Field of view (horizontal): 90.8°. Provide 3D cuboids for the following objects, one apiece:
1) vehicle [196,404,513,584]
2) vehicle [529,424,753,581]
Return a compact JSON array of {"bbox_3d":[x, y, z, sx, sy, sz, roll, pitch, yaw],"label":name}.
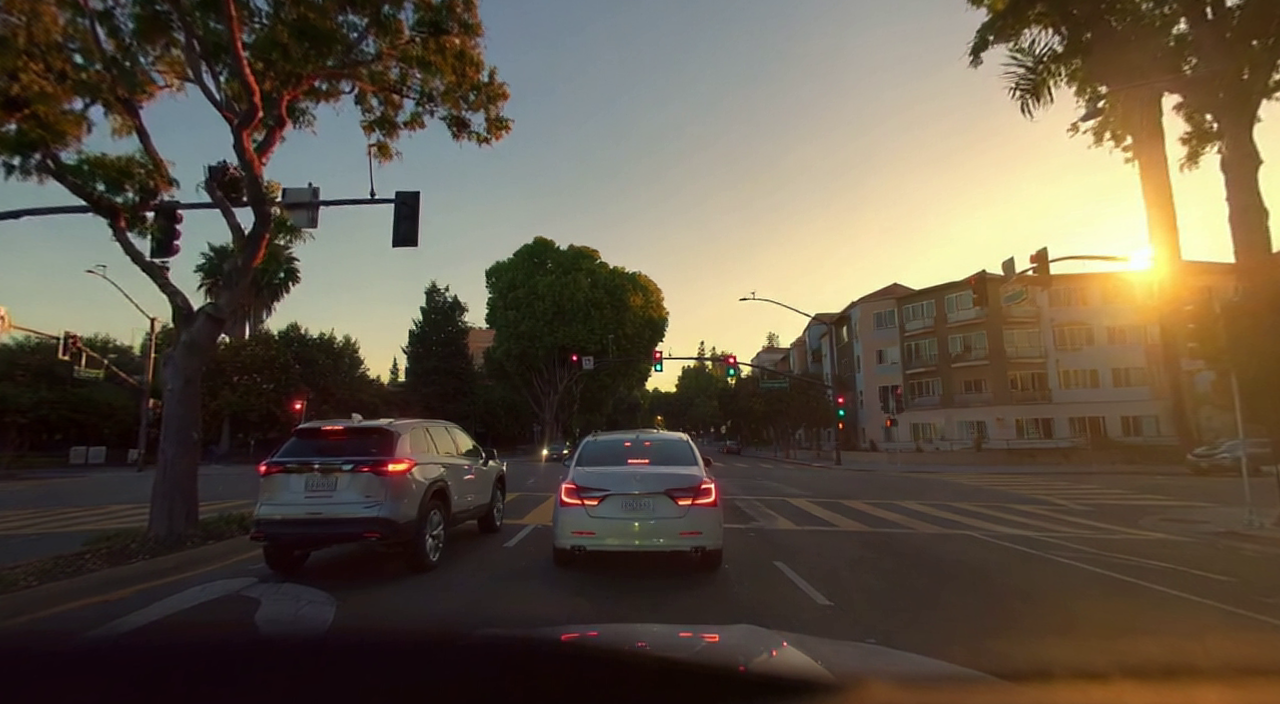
[{"bbox_3d":[-3.192,1.694,8.356,2.081,1.719,4.434,0,-8,0],"label":"vehicle"},{"bbox_3d":[0.014,1.761,8.178,2.190,1.522,3.850,0,-8,0],"label":"vehicle"}]
